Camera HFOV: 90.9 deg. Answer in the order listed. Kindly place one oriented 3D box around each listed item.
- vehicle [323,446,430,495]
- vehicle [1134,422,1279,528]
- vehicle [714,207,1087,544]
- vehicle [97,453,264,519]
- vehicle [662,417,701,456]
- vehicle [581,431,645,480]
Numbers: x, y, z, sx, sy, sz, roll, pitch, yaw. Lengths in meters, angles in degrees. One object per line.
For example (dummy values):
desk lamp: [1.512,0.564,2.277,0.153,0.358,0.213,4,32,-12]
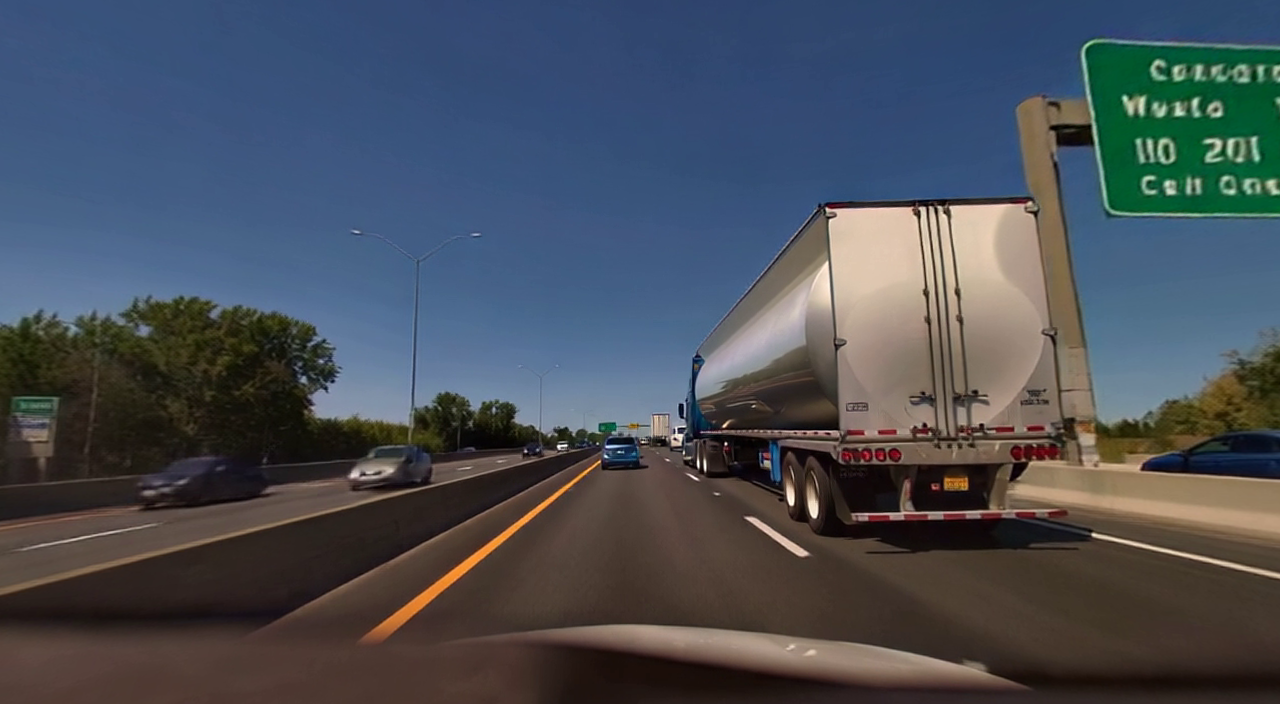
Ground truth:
vehicle: [-8.941,4.035,21.860,1.951,1.460,4.219,0,-8,-1]
vehicle: [9.832,1.798,9.357,1.739,1.471,3.889,0,-8,-2]
vehicle: [3.502,0.835,11.906,2.826,3.905,9.262,0,-8,-1]
vehicle: [-12.799,3.696,17.951,1.905,1.541,4.030,0,-8,-4]
vehicle: [3.133,6.552,48.820,2.475,2.782,4.986,0,-8,-3]
vehicle: [-0.861,3.481,21.480,2.000,1.510,3.518,0,-8,0]
